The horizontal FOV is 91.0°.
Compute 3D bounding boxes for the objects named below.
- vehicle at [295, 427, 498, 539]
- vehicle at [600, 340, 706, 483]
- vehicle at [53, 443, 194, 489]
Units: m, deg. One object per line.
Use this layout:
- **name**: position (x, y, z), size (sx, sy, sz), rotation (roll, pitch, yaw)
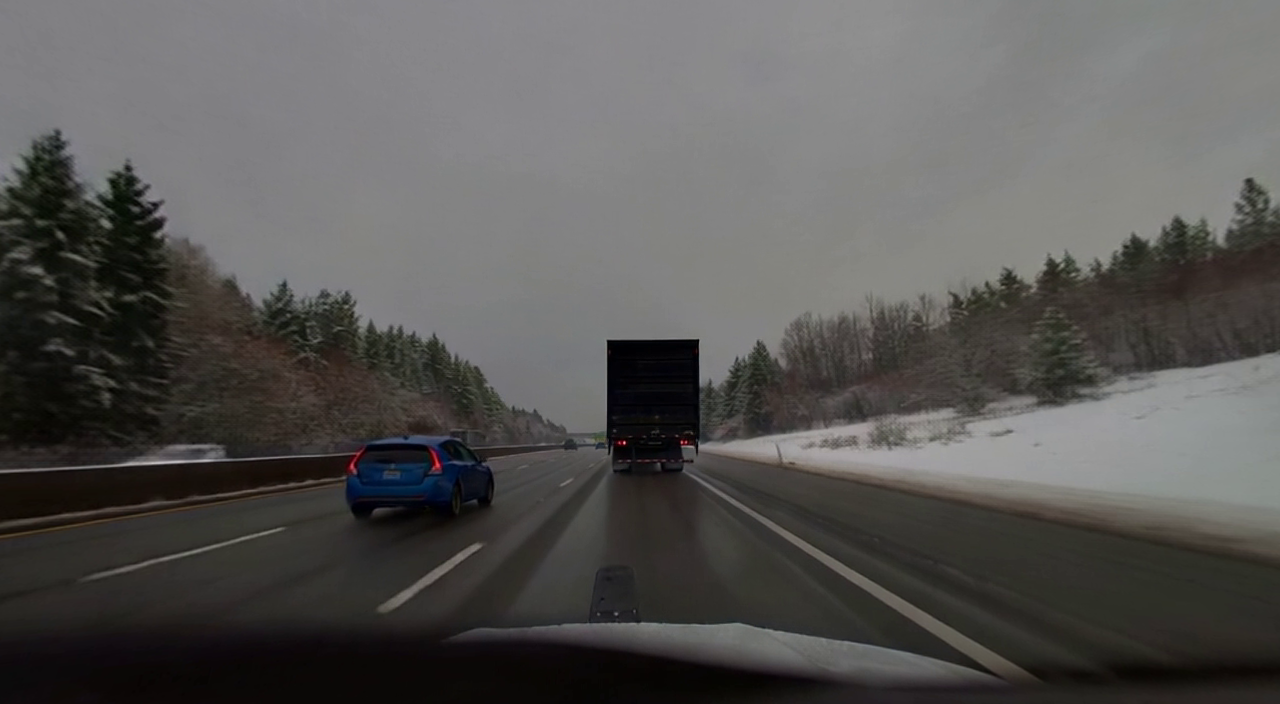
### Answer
- **vehicle**: position (-3.864, 2.131, 10.919), size (1.854, 1.530, 4.268), rotation (0, -8, -1)
- **vehicle**: position (0.265, 2.469, 23.766), size (3.073, 4.196, 10.546), rotation (0, -8, -1)
- **vehicle**: position (-19.496, 4.282, 24.032), size (1.840, 1.545, 4.187), rotation (0, -8, -1)
